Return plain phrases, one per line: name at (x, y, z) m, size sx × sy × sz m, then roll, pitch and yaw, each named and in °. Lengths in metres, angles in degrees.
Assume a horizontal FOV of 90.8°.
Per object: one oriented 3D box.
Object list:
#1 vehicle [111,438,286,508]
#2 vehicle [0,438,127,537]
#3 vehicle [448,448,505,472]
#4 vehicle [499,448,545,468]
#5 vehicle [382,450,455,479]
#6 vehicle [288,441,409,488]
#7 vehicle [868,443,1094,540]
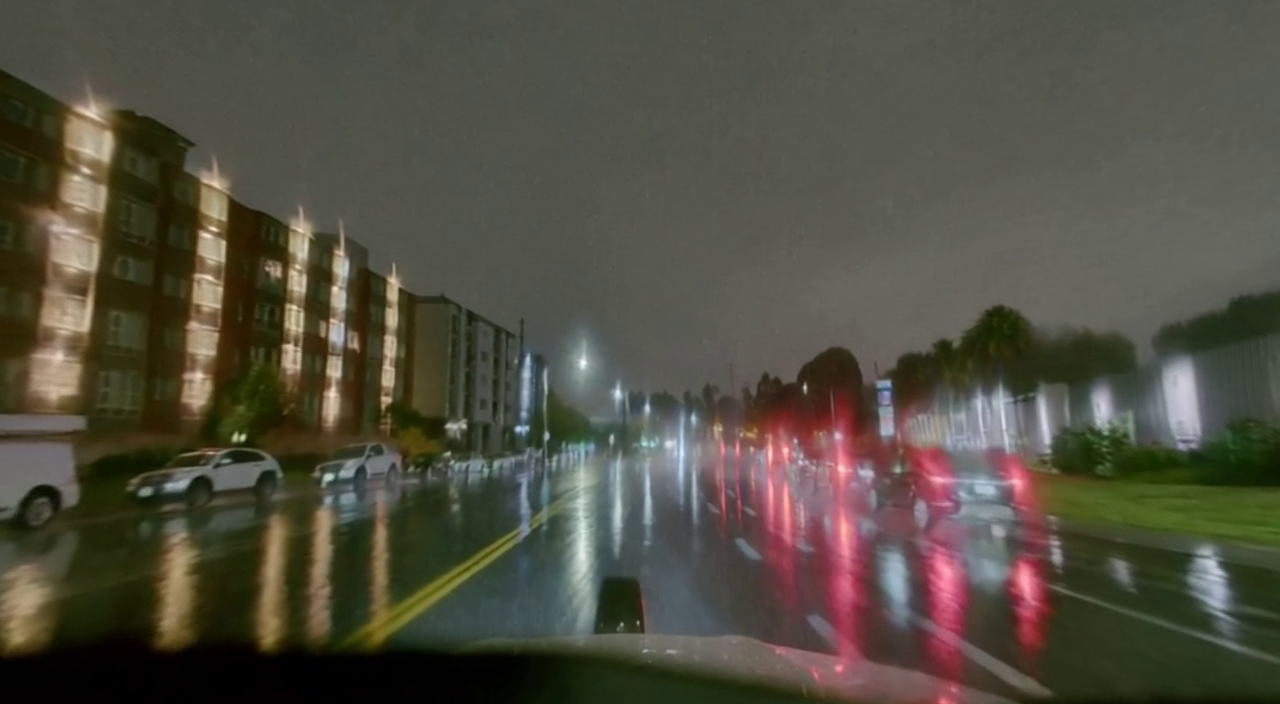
vehicle at (-13.031, 3.582, 19.114) m, size 2.001 × 1.836 × 4.471 m, roll 0°, pitch -9°, yaw 0°
vehicle at (-12.928, 2.474, 11.510) m, size 2.290 × 1.799 × 5.801 m, roll 0°, pitch -9°, yaw -1°
vehicle at (-10.755, 7.129, 41.868) m, size 1.873 × 1.467 × 4.644 m, roll -1°, pitch -9°, yaw 9°
vehicle at (-9.256, 8.344, 49.948) m, size 1.876 × 1.465 × 4.681 m, roll -2°, pitch -9°, yaw 12°
vehicle at (-11.898, 6.051, 34.334) m, size 1.829 × 1.449 × 4.713 m, roll -1°, pitch -9°, yaw 6°
vehicle at (-12.663, 4.912, 28.005) m, size 2.137 × 1.835 × 5.833 m, roll -1°, pitch -9°, yaw 5°
vehicle at (6.132, 2.535, 12.162) m, size 1.947 × 1.487 × 4.549 m, roll 0°, pitch -9°, yaw 2°
